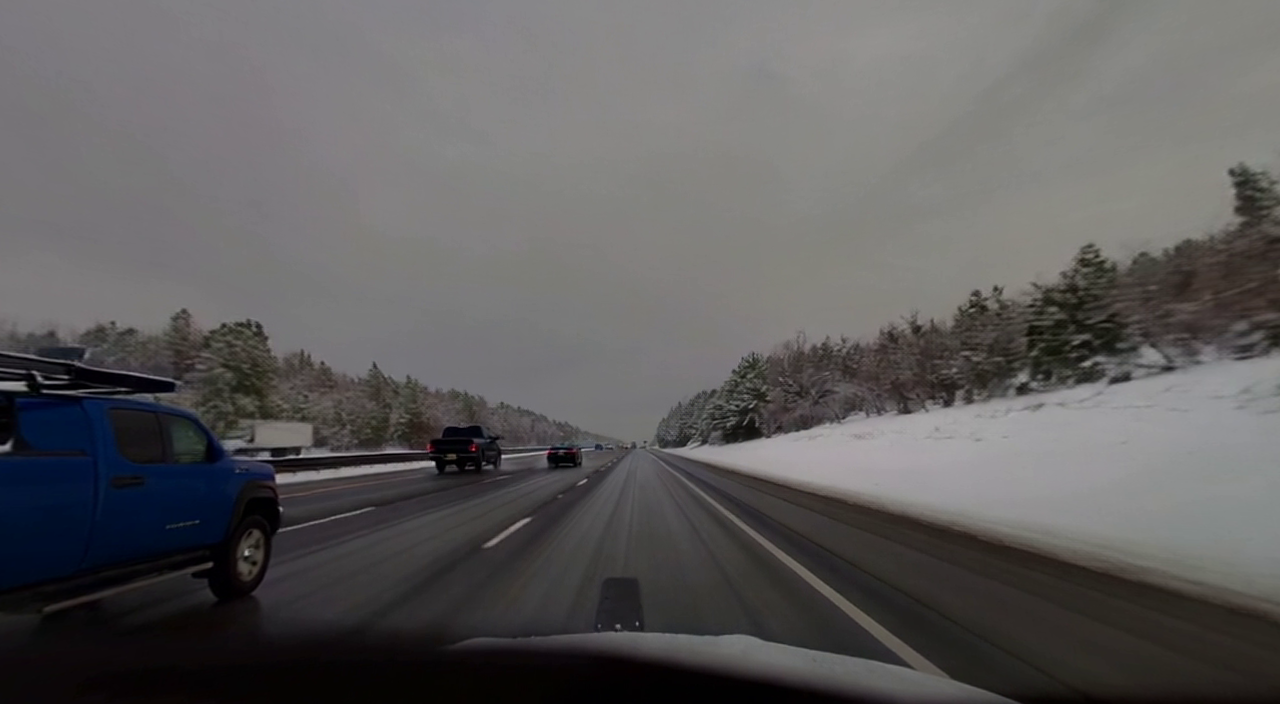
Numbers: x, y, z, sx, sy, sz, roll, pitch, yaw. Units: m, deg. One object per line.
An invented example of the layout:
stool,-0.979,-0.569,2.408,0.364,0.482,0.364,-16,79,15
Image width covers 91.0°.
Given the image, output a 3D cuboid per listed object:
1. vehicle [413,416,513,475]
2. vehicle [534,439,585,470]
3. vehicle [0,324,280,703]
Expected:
vehicle,-7.556,4.115,27.690,2.594,2.254,6.028,0,-9,0
vehicle,-4.152,5.367,33.028,2.012,1.509,4.359,0,-9,1
vehicle,-4.051,0.726,2.506,2.200,1.807,5.041,0,-9,1
